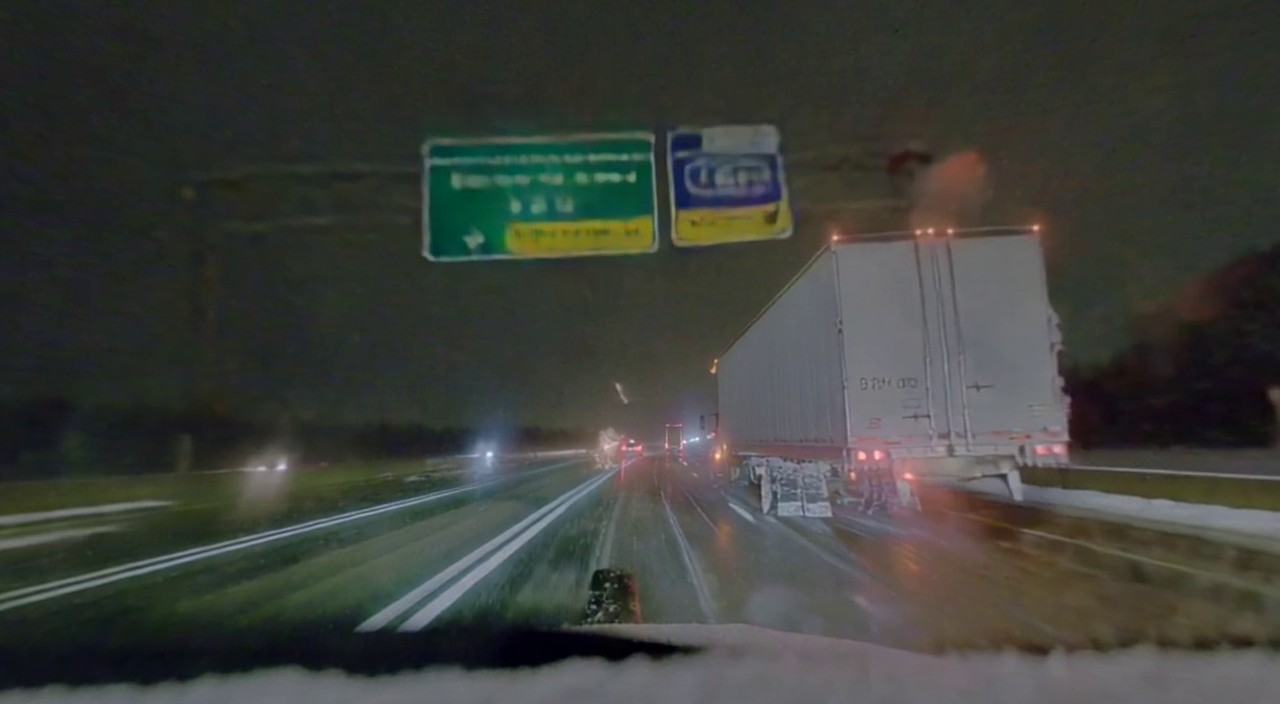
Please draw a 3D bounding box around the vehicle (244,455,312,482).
[{"bbox_3d":[-22.120,7.088,38.633,1.724,1.445,3.887,-1,-8,3],"label":"vehicle"}]
